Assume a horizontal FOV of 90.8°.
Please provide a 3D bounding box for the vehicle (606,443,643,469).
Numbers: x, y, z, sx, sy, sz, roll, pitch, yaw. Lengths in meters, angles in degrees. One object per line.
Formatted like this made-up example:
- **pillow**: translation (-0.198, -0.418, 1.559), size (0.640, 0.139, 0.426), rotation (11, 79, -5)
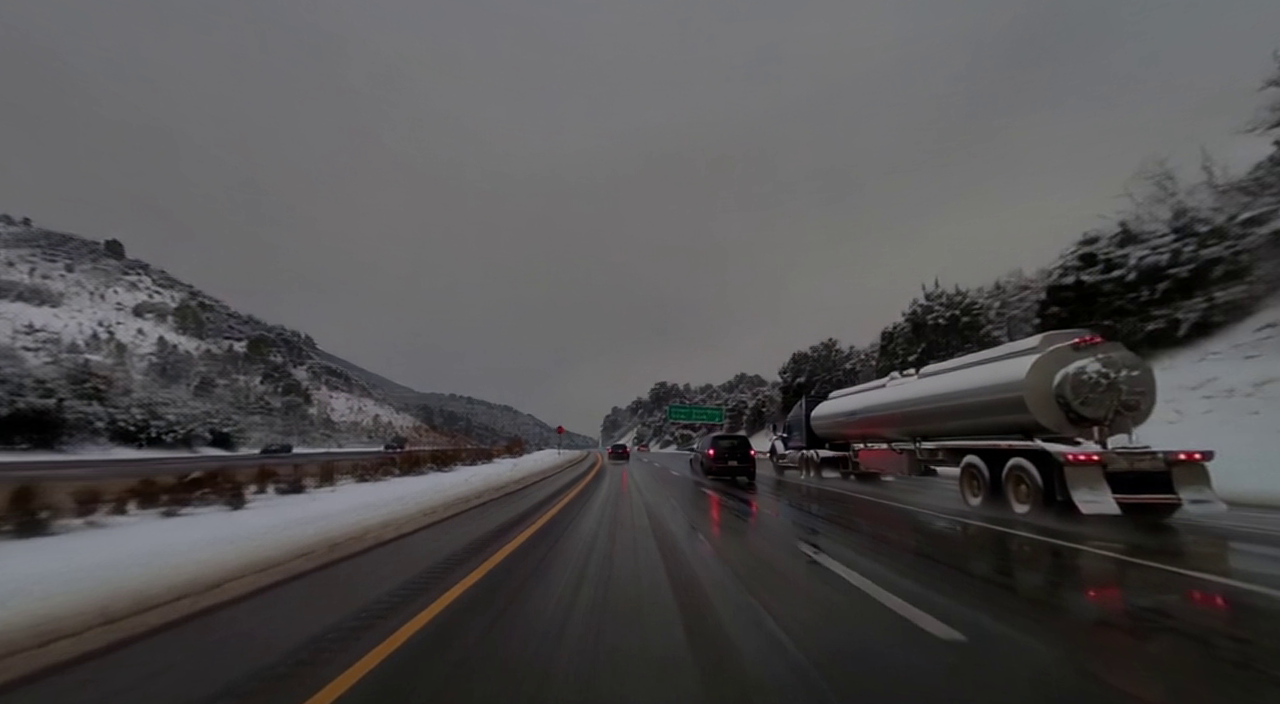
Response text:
- **vehicle**: translation (-0.953, 6.157, 37.584), size (2.083, 1.477, 3.965), rotation (0, -9, -3)

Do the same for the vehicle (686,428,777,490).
- **vehicle**: translation (2.859, 3.470, 20.840), size (2.098, 1.794, 4.561), rotation (0, -9, -3)

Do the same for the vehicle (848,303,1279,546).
- **vehicle**: translation (7.565, 1.657, 13.336), size (2.805, 3.212, 9.978), rotation (0, -9, -1)
